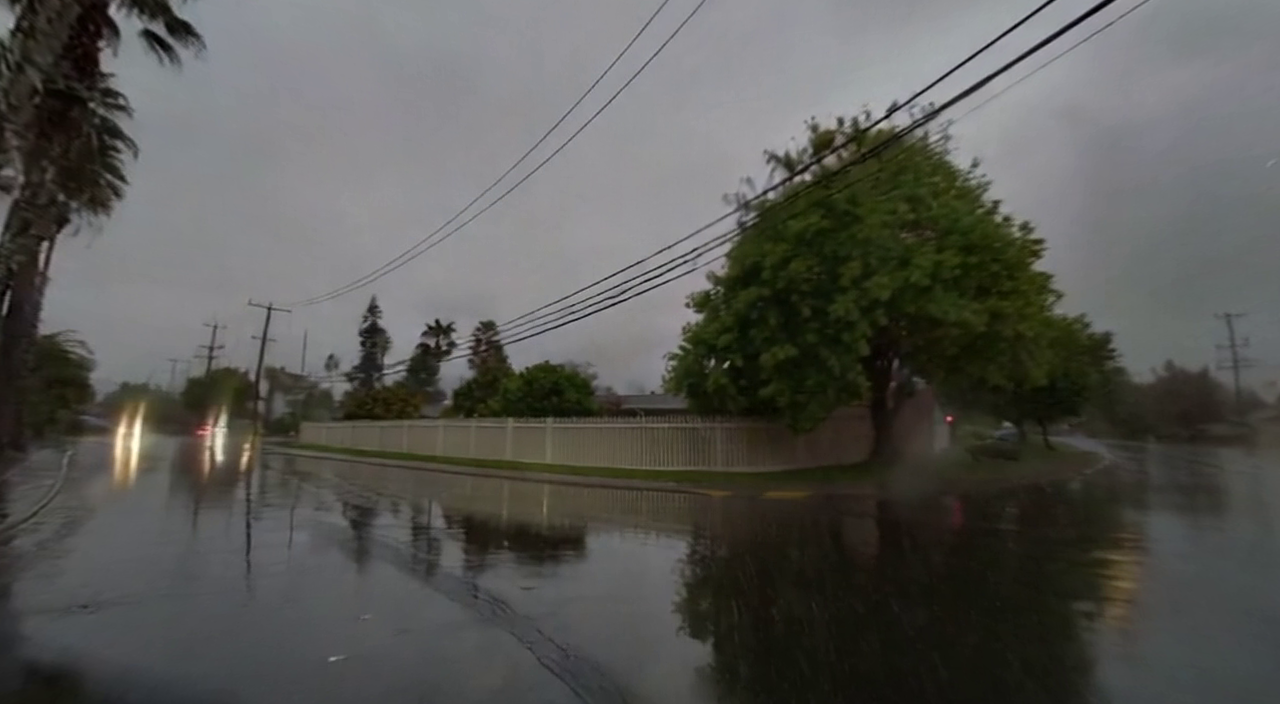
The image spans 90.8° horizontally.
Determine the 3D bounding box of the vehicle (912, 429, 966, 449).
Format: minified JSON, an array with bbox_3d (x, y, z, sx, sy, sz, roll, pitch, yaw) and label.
[{"bbox_3d":[23.405,6.819,49.476,3.581,1.474,1.702,-4,-9,34],"label":"vehicle"}]
